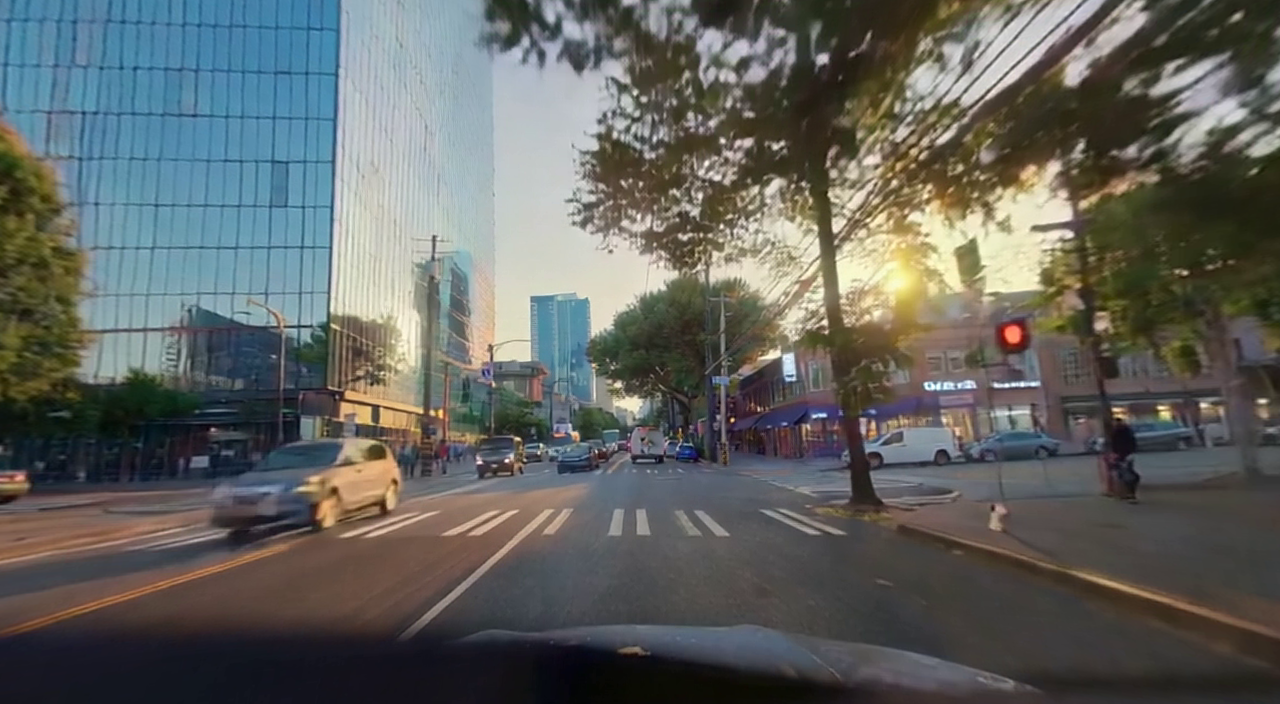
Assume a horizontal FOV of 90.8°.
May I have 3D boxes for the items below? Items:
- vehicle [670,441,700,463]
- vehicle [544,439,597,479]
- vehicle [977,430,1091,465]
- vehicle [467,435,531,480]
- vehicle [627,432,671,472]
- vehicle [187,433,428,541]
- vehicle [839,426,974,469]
[{"bbox_3d":[3.450,7.756,49.023,1.934,1.633,4.271,0,-8,-1],"label":"vehicle"},{"bbox_3d":[-3.050,4.772,28.505,2.026,1.616,4.109,-1,-8,-2],"label":"vehicle"},{"bbox_3d":[19.039,4.628,30.643,4.161,1.586,1.992,0,-8,-1],"label":"vehicle"},{"bbox_3d":[-6.676,5.025,30.450,2.090,1.975,4.657,0,-8,-1],"label":"vehicle"},{"bbox_3d":[0.396,5.117,32.541,2.127,1.893,4.194,0,-8,-1],"label":"vehicle"},{"bbox_3d":[-5.730,2.347,11.761,2.089,1.578,4.571,0,-8,-2],"label":"vehicle"},{"bbox_3d":[11.644,4.225,27.967,4.966,1.826,2.209,-1,-8,7],"label":"vehicle"}]
